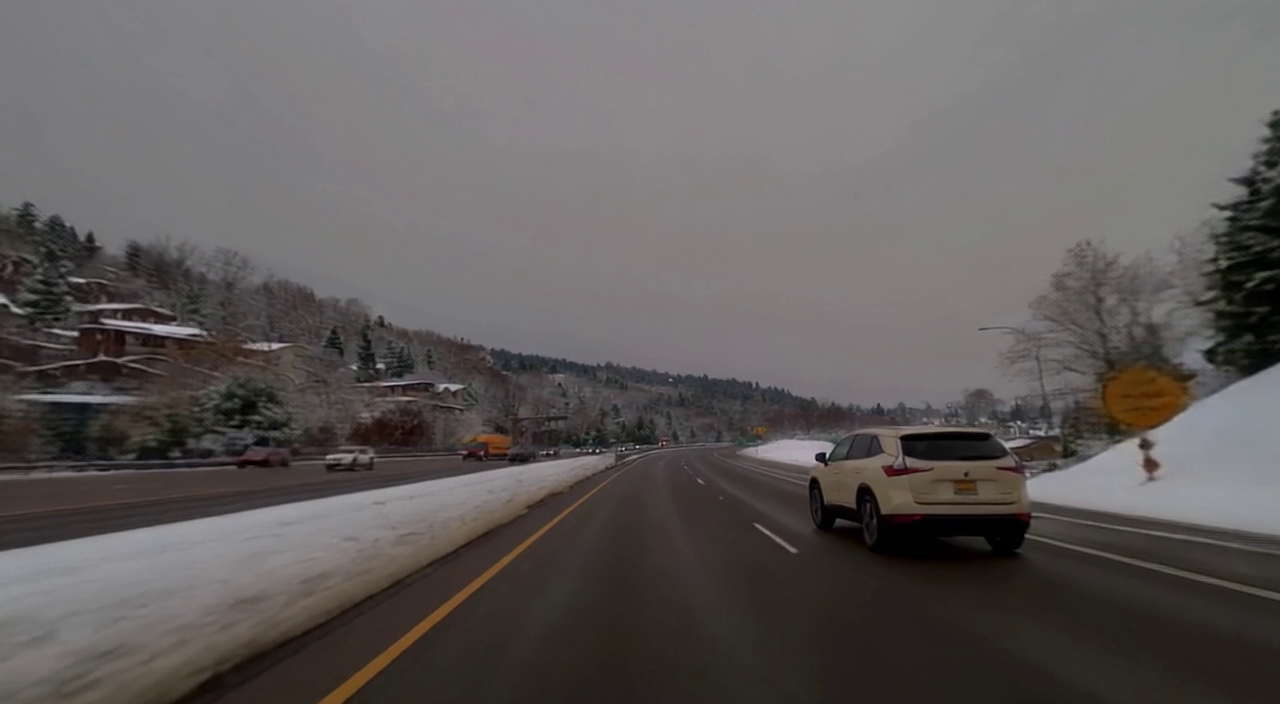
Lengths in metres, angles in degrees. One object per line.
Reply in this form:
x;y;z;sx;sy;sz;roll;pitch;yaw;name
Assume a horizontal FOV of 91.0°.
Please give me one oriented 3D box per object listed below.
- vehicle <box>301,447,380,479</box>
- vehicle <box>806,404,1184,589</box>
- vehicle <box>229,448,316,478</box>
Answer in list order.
-16.454;6.077;34.855;2.021;1.626;4.600;0;-9;1;vehicle
4.055;1.742;8.445;2.318;1.766;4.587;0;-9;-1;vehicle
-20.246;6.121;34.947;1.921;1.490;4.691;0;-9;1;vehicle
